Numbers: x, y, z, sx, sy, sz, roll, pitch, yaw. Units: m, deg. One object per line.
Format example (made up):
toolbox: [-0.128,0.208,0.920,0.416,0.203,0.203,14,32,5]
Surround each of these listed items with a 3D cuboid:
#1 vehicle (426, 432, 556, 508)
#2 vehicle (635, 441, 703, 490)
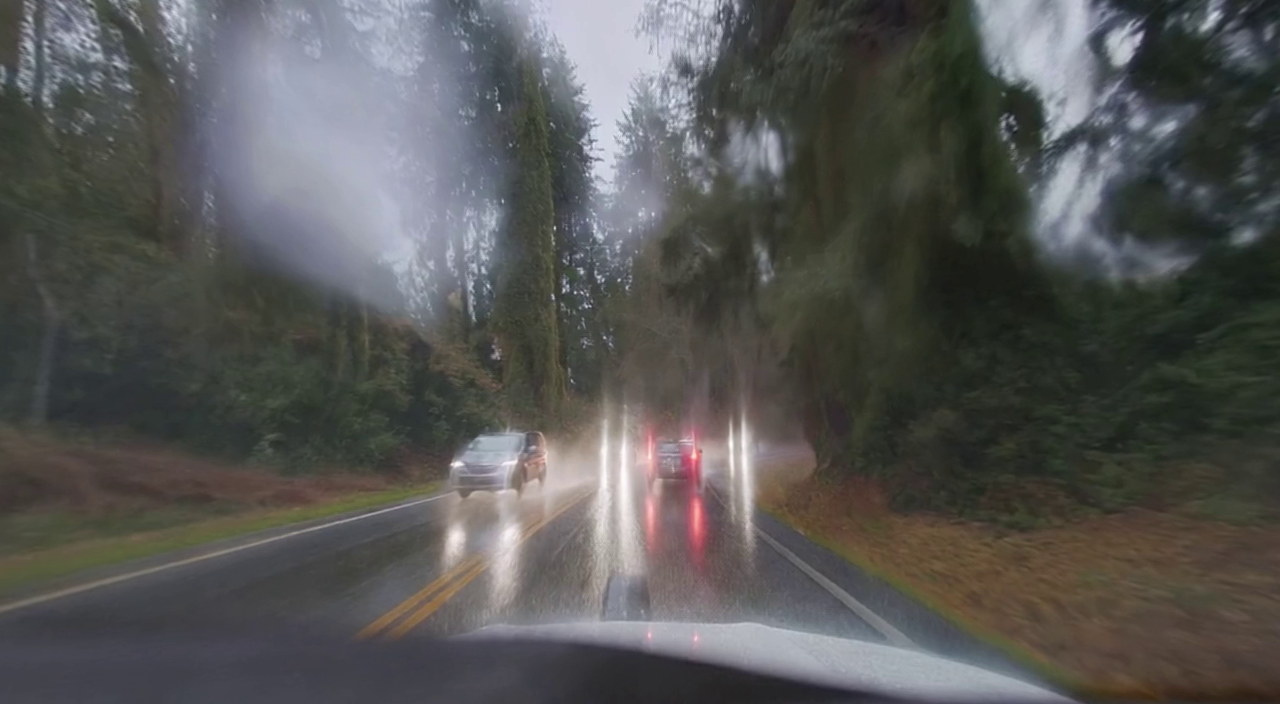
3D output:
vehicle: [-3.791,3.077,16.961,2.173,1.738,4.297,0,-8,4]
vehicle: [1.144,4.110,23.255,2.274,1.583,4.349,-1,-8,5]
